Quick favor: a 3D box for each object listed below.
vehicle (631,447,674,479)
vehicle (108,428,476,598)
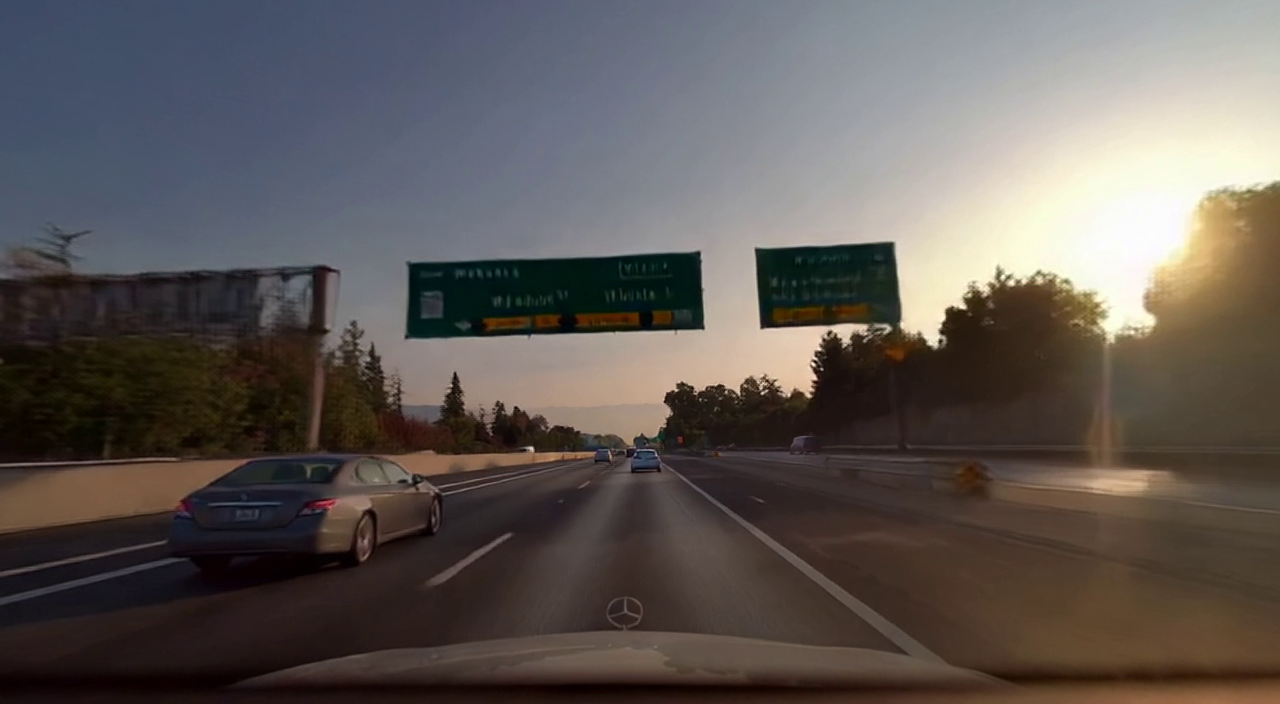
[{"bbox_3d":[0.574,5.385,30.837,2.002,1.449,3.612,0,-9,0],"label":"vehicle"},{"bbox_3d":[-3.623,1.752,7.693,2.062,1.474,4.151,0,-9,1],"label":"vehicle"}]
